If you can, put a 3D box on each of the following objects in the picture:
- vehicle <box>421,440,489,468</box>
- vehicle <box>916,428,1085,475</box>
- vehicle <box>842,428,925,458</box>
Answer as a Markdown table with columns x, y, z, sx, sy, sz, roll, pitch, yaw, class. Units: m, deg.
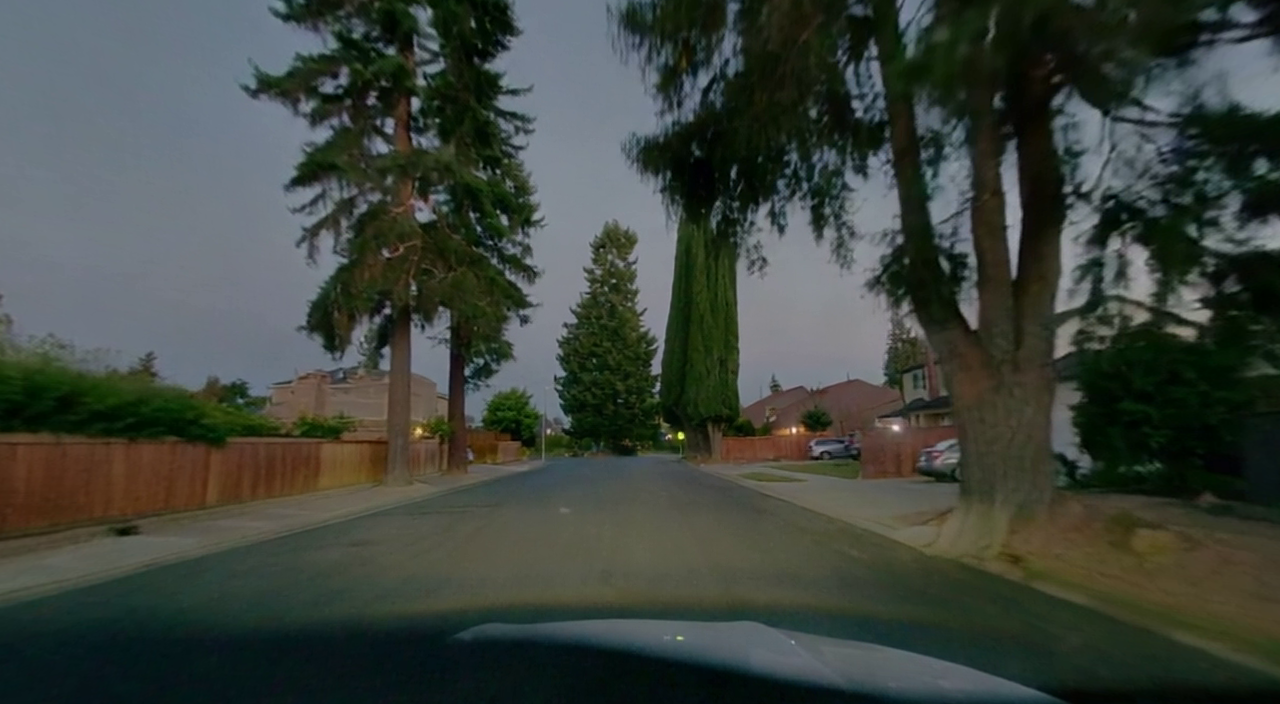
| x | y | z | sx | sy | sz | roll | pitch | yaw | class |
| --- | --- | --- | --- | --- | --- | --- | --- | --- | --- |
| -12.744 | 6.973 | 43.350 | 4.656 | 1.835 | 2.039 | -7 | -11 | 37 | vehicle |
| 11.748 | 3.261 | 20.822 | 4.415 | 1.457 | 1.797 | 0 | -9 | 1 | vehicle |
| 14.258 | 5.379 | 37.217 | 4.261 | 1.725 | 1.955 | -2 | -9 | 13 | vehicle |
